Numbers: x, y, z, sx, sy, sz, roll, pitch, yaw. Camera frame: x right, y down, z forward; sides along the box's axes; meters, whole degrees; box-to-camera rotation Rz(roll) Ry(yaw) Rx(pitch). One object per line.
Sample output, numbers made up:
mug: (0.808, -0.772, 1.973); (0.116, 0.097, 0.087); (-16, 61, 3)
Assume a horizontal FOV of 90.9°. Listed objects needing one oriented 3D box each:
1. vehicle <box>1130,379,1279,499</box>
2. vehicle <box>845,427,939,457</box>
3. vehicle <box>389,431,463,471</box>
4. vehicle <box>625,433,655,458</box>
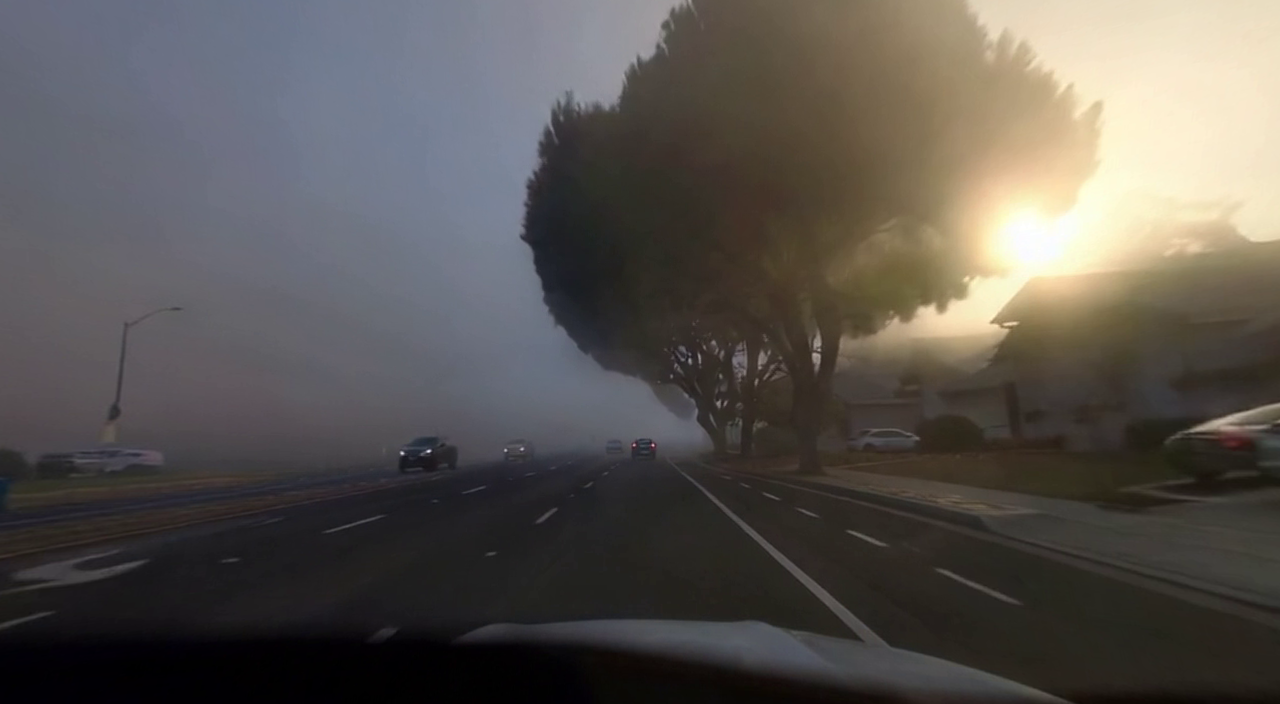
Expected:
vehicle: (12.154, 1.434, 11.314); (4.722, 1.901, 2.079); (-4, -9, 3)
vehicle: (14.748, 5.318, 37.102); (4.663, 1.677, 1.934); (0, -8, -2)
vehicle: (-11.339, 5.299, 33.855); (2.163, 1.943, 5.035); (0, -8, 0)
vehicle: (-0.035, 6.616, 44.599); (2.024, 1.655, 4.301); (0, -8, 0)
